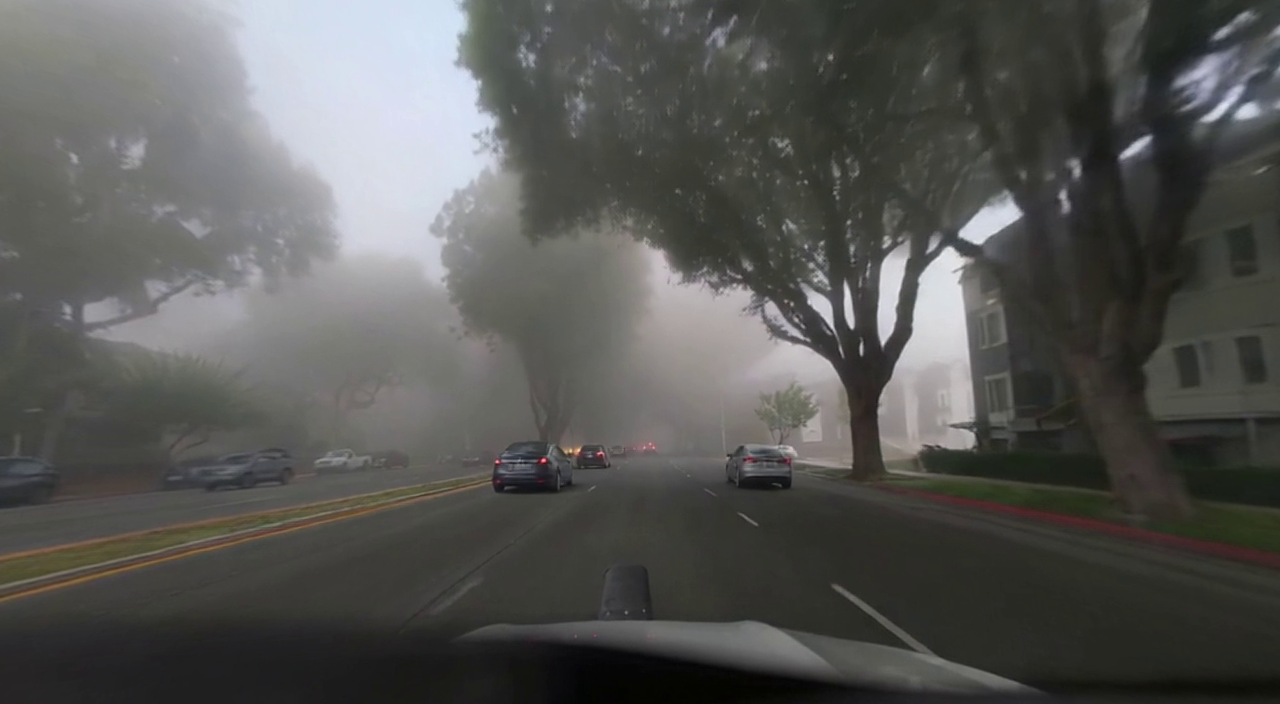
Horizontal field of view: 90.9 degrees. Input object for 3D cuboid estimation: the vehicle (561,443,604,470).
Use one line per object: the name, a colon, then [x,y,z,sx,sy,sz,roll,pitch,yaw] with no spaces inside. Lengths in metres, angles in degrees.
vehicle: [-3.381,6.216,37.658,1.988,1.497,4.404,0,-8,2]

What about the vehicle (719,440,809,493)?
vehicle: [3.882,3.650,20.541,2.010,1.486,4.498,1,-8,0]

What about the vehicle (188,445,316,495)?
vehicle: [-15.625,4.736,25.778,2.012,1.813,4.910,0,-8,1]

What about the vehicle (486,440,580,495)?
vehicle: [-3.159,3.499,19.591,2.053,1.480,4.381,0,-8,1]

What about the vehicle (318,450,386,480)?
vehicle: [-21.991,8.605,48.360,2.928,2.070,4.368,0,-8,3]
